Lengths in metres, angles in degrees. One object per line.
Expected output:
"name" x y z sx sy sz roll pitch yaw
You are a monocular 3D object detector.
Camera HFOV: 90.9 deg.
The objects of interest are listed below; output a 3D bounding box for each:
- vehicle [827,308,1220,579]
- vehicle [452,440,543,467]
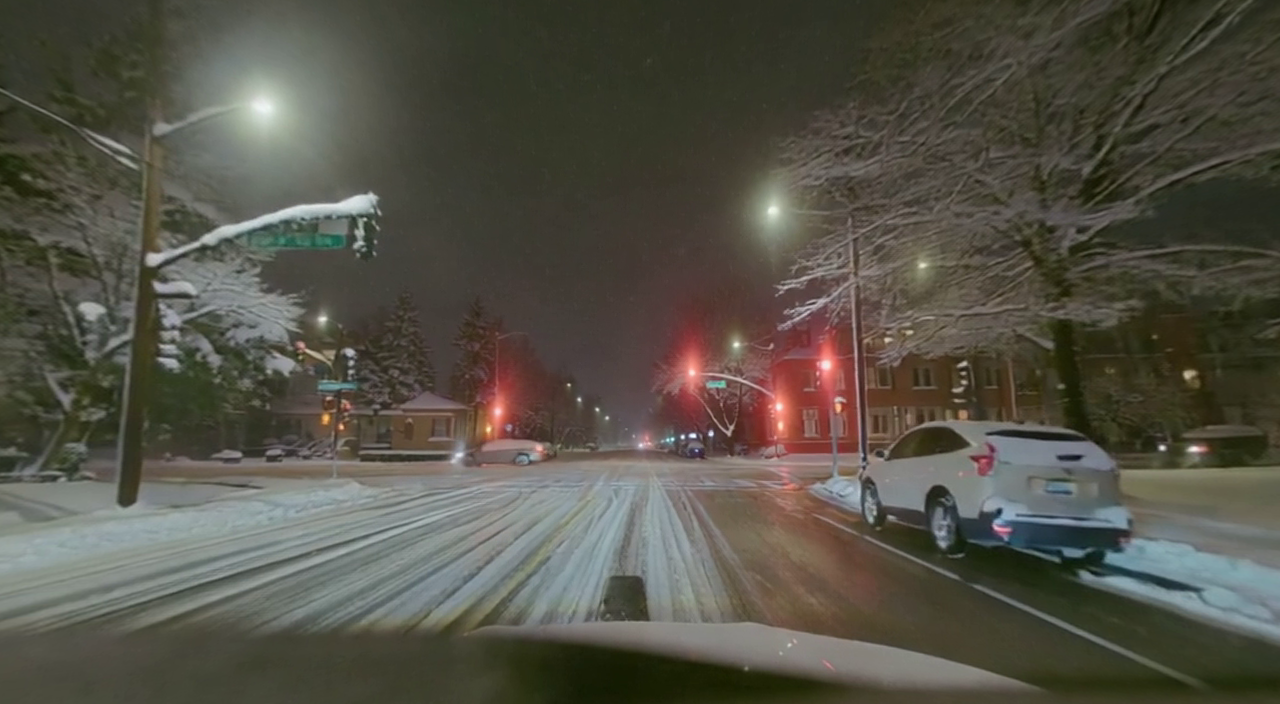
"vehicle" 4.693 1.277 9.036 2.398 2.806 4.857 0 -8 -1
"vehicle" -7.918 5.663 35.288 4.606 1.452 1.917 0 -9 2
